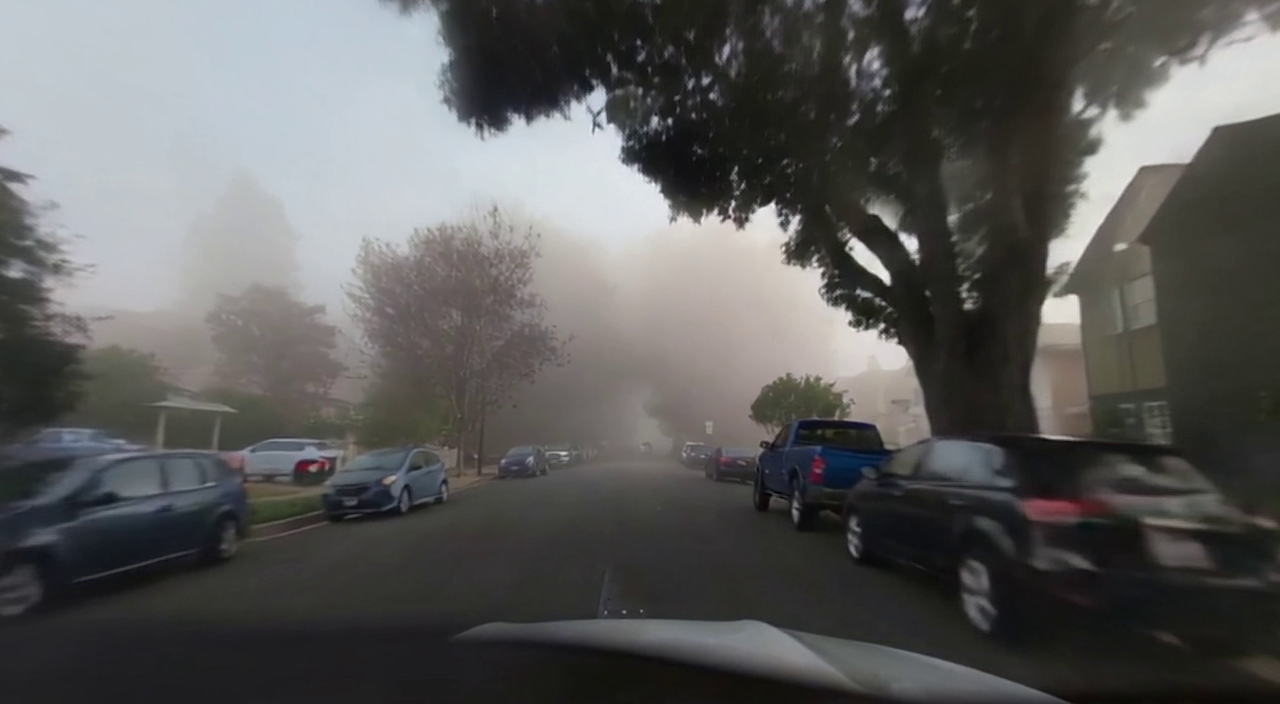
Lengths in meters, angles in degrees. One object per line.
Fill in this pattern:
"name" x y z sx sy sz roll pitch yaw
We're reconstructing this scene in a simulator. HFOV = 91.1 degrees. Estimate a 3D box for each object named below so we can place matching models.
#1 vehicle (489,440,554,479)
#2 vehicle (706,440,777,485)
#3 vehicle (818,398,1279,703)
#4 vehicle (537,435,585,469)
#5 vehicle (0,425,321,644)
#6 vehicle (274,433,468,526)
"vehicle" -5.174 4.732 28.067 1.872 1.515 4.535 1 -8 2
"vehicle" 3.642 4.041 23.364 1.871 1.514 4.553 0 -8 0
"vehicle" 3.187 1.402 5.707 1.914 1.631 4.558 0 -8 2
"vehicle" -4.695 6.023 38.074 2.162 1.857 4.758 2 -8 1
"vehicle" -5.427 1.529 6.215 1.899 1.538 4.611 2 -8 3
"vehicle" -5.286 2.523 13.162 1.895 1.530 4.496 2 -8 2
